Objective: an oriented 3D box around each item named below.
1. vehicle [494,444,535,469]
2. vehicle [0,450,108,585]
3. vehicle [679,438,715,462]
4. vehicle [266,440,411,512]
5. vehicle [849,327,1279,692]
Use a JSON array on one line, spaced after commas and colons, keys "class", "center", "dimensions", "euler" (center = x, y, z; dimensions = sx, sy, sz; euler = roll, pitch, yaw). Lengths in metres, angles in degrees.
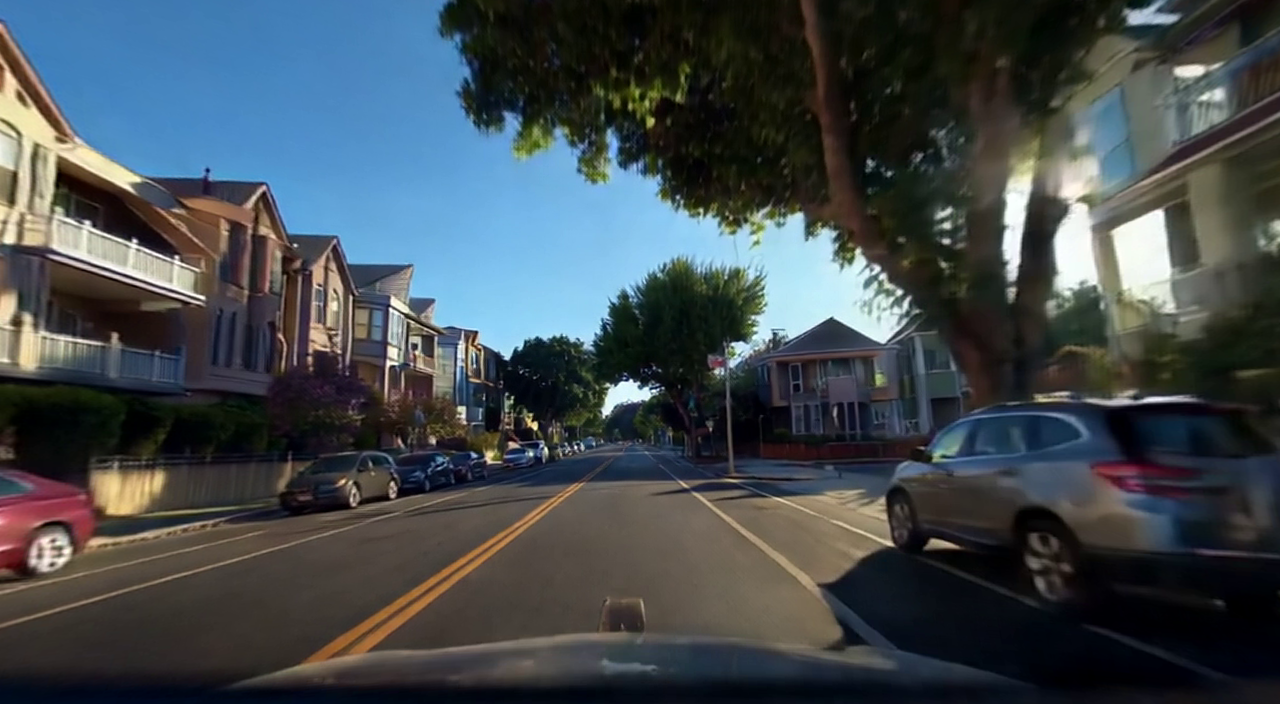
[{"class": "vehicle", "center": [-8.250, 6.900, 41.959], "dimensions": [1.967, 1.517, 4.360], "euler": [0, -8, -2]}, {"class": "vehicle", "center": [-8.224, 1.761, 6.331], "dimensions": [1.983, 1.514, 4.459], "euler": [0, -9, -2]}, {"class": "vehicle", "center": [4.151, 7.222, 46.524], "dimensions": [2.034, 1.674, 4.271], "euler": [1, -8, -3]}, {"class": "vehicle", "center": [-8.127, 3.352, 17.556], "dimensions": [1.919, 1.698, 4.328], "euler": [0, -9, -1]}, {"class": "vehicle", "center": [4.308, 1.294, 6.492], "dimensions": [2.393, 2.075, 5.683], "euler": [0, -8, 0]}]
